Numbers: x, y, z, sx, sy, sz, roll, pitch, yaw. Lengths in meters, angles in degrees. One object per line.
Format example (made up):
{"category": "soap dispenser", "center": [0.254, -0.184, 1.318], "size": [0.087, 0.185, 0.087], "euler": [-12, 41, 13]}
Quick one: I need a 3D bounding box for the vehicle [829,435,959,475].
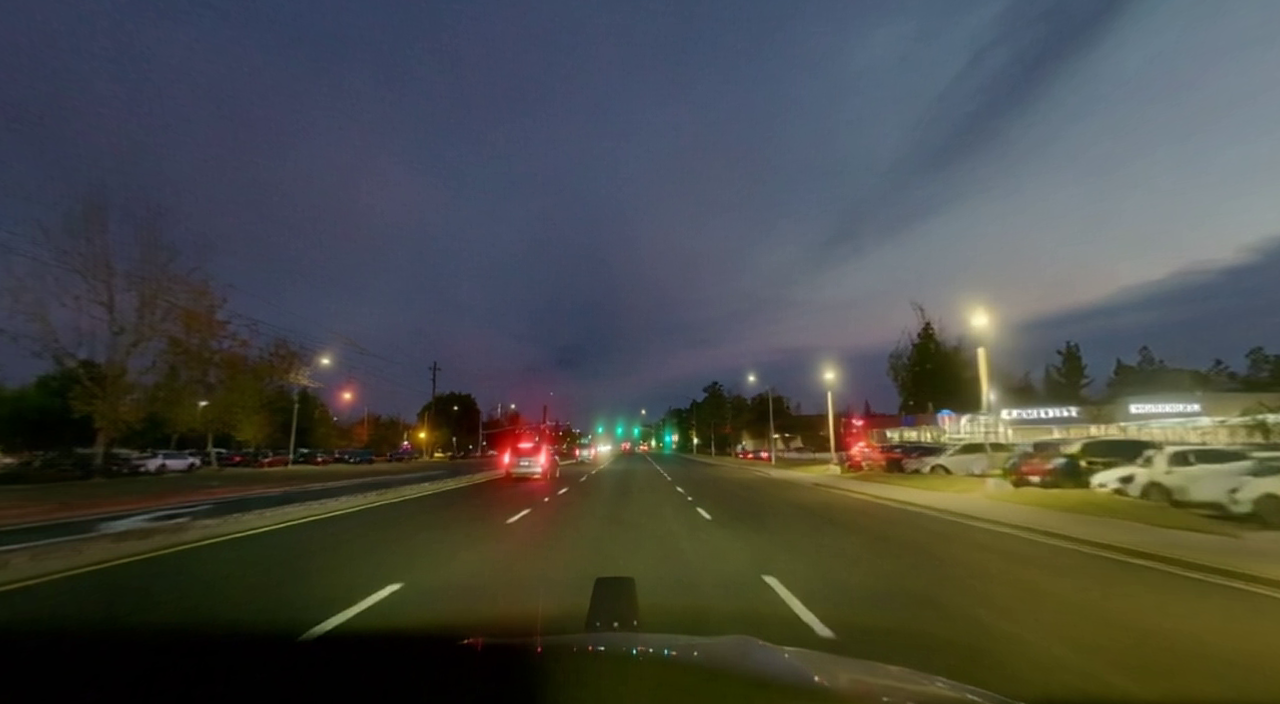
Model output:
{"category": "vehicle", "center": [12.551, 5.141, 31.320], "size": [5.500, 1.749, 2.057], "euler": [-1, -9, -3]}

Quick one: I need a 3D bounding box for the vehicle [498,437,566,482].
{"category": "vehicle", "center": [-4.379, 4.445, 26.273], "size": [2.109, 1.672, 4.256], "euler": [0, -9, 0]}

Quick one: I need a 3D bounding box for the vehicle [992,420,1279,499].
{"category": "vehicle", "center": [12.455, 2.722, 16.206], "size": [5.426, 1.811, 2.193], "euler": [-2, -9, 15]}

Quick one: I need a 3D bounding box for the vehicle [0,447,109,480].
{"category": "vehicle", "center": [-33.627, 6.254, 35.461], "size": [5.439, 1.744, 2.107], "euler": [0, -9, -1]}
